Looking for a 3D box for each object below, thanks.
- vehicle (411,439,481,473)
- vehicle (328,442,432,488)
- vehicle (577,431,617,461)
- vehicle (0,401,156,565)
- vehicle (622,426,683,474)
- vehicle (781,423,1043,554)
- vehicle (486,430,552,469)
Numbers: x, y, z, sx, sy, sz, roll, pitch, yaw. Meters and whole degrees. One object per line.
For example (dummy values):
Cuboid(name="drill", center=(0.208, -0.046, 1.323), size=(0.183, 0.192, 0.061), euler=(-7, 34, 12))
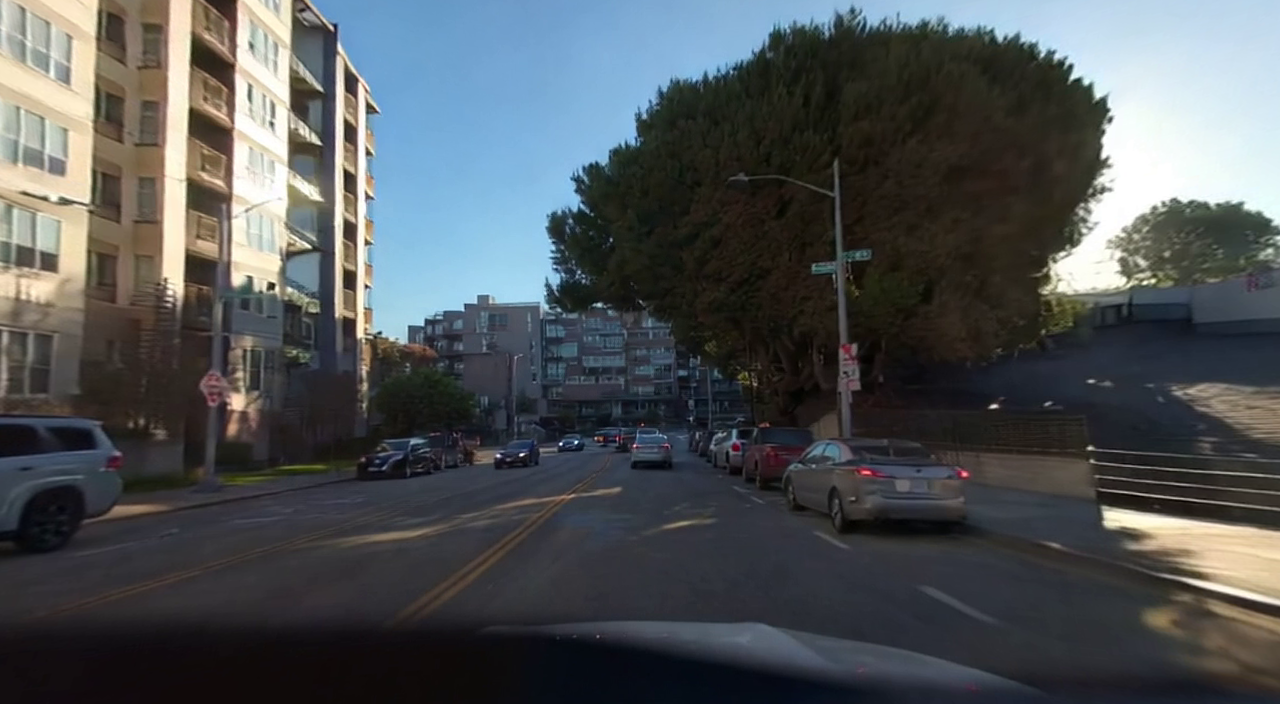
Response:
Cuboid(name="vehicle", center=(-9.357, 5.050, 30.799), size=(2.002, 1.546, 4.339), euler=(0, -8, 0))
Cuboid(name="vehicle", center=(-9.256, 4.028, 22.904), size=(2.021, 1.474, 4.337), euler=(0, -8, -2))
Cuboid(name="vehicle", center=(-2.653, 5.968, 39.997), size=(2.219, 1.746, 4.197), euler=(0, -8, 0))
Cuboid(name="vehicle", center=(-9.266, 1.608, 7.619), size=(2.457, 2.048, 5.461), euler=(0, -8, 0))
Cuboid(name="vehicle", center=(0.500, 3.929, 25.441), size=(2.261, 1.740, 4.065), euler=(0, -8, 1))
Cuboid(name="vehicle", center=(3.599, 1.891, 9.470), size=(2.033, 1.470, 4.502), euler=(0, -8, 2))
Cuboid(name="vehicle", center=(-6.075, 4.976, 32.352), size=(2.345, 1.831, 4.828), euler=(0, -8, 1))
